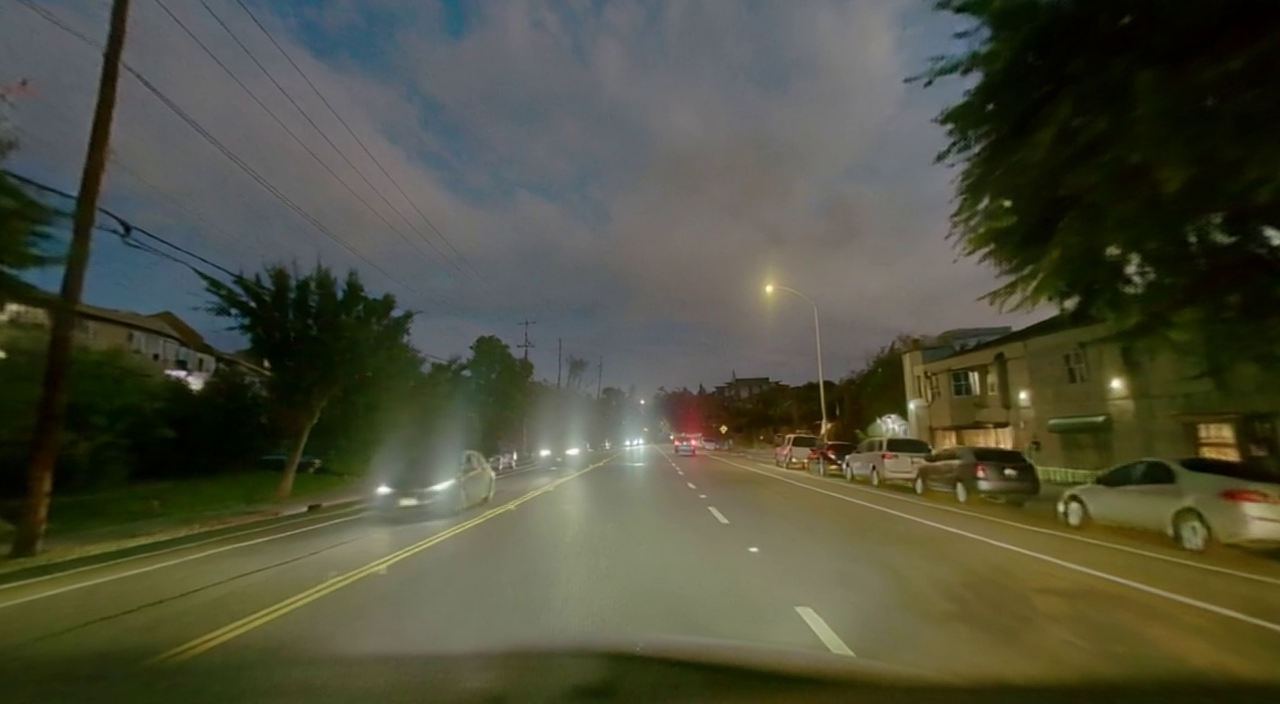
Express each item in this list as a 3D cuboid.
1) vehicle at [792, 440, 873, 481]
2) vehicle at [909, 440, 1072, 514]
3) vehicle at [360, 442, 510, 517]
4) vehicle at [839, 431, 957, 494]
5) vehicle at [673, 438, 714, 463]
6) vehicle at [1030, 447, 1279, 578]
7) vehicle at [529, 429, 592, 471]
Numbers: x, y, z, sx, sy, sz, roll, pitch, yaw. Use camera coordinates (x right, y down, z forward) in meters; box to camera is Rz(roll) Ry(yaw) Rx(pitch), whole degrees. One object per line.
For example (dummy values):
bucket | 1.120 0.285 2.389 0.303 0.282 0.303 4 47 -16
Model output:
vehicle | 7.727 4.378 25.823 1.862 1.492 4.571 0 -8 0
vehicle | 8.037 2.863 14.916 1.836 1.500 3.630 0 -8 2
vehicle | -4.521 2.845 14.670 1.989 1.474 4.112 -1 -8 2
vehicle | 8.021 3.472 20.143 1.879 1.765 4.339 0 -8 0
vehicle | 3.411 6.352 40.762 2.059 1.489 4.629 0 -8 -2
vehicle | 7.929 2.116 9.203 1.787 1.402 4.271 -1 -8 1
vehicle | -4.181 5.294 34.339 2.435 2.069 5.772 -1 -8 2
